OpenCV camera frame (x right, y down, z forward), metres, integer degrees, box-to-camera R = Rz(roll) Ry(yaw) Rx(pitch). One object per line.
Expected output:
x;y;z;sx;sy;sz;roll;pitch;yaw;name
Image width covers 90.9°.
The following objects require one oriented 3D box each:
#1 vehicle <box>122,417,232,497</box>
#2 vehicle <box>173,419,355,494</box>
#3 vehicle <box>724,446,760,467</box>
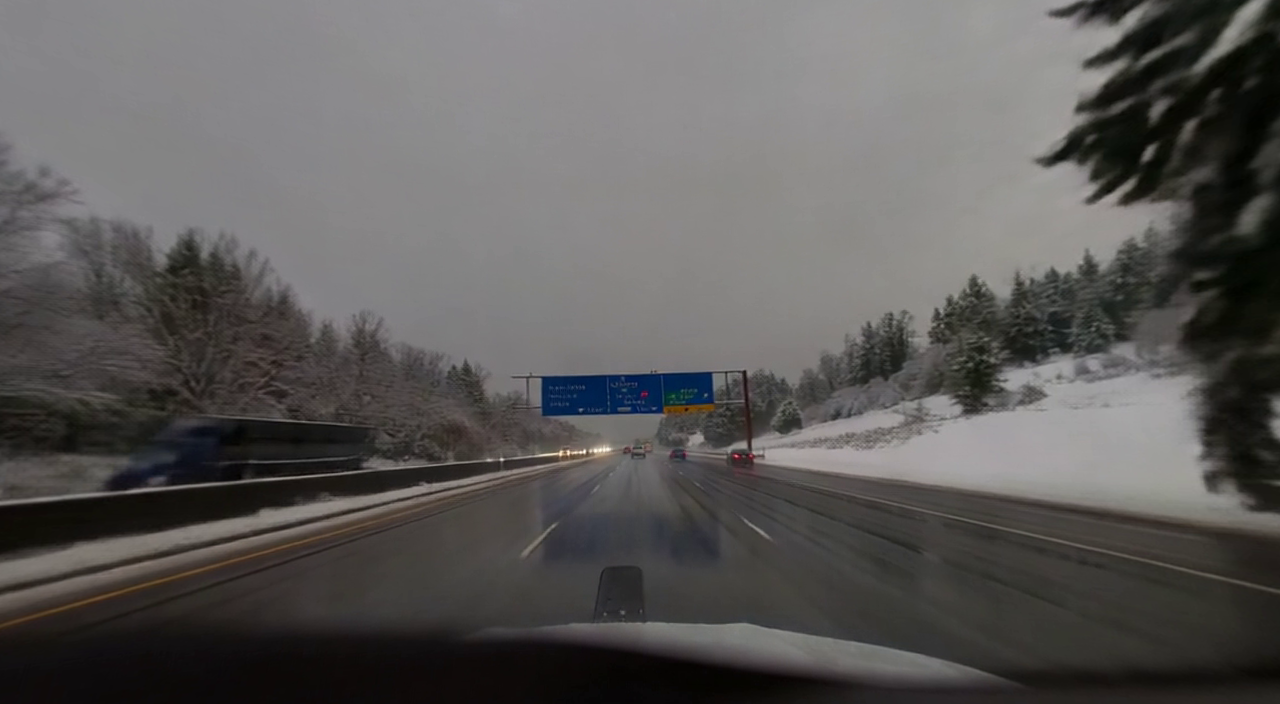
-23.219;5.258;31.766;2.986;3.775;2.915;0;-9;-1;vehicle
-23.077;6.619;40.424;2.873;3.938;14.225;0;-9;0;vehicle
7.781;7.993;48.456;1.943;1.493;4.507;0;-9;-1;vehicle
